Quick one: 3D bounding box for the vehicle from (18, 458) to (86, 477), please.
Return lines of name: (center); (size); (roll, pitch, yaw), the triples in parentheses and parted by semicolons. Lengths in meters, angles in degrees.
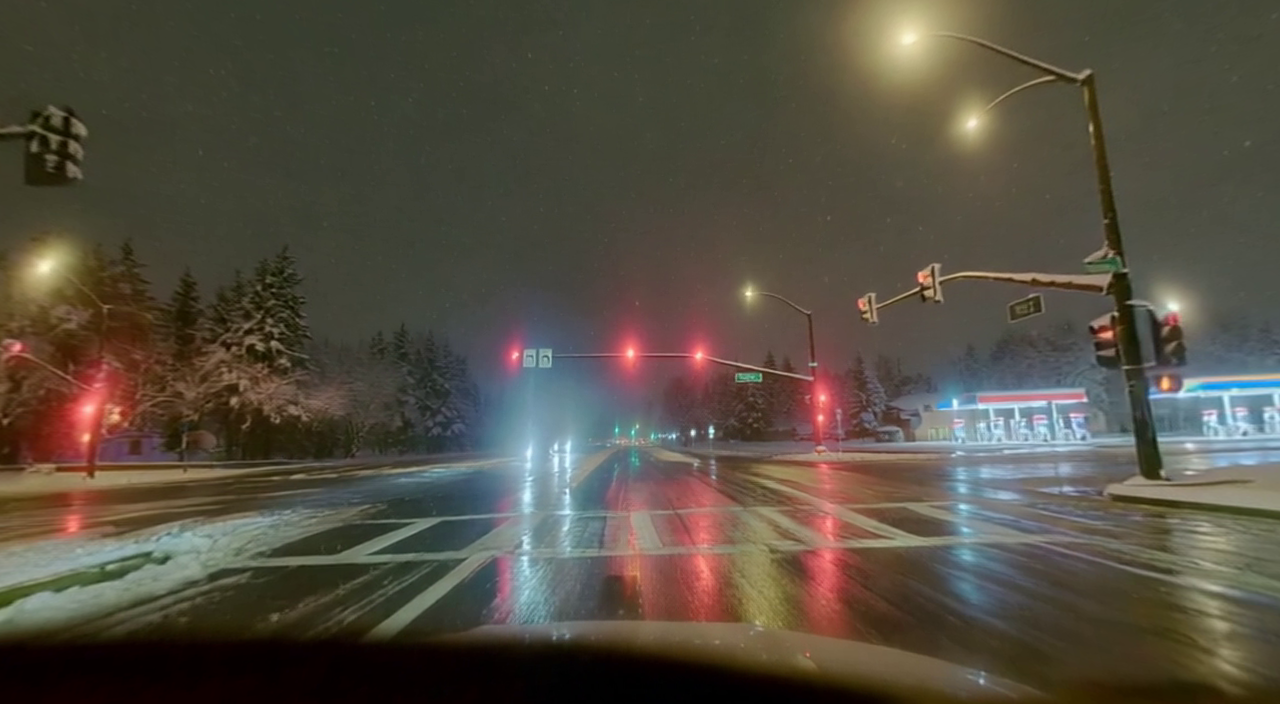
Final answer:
vehicle: (-46.224, 9.052, 49.707); (1.594, 1.368, 3.616); (-7, -11, 37)
